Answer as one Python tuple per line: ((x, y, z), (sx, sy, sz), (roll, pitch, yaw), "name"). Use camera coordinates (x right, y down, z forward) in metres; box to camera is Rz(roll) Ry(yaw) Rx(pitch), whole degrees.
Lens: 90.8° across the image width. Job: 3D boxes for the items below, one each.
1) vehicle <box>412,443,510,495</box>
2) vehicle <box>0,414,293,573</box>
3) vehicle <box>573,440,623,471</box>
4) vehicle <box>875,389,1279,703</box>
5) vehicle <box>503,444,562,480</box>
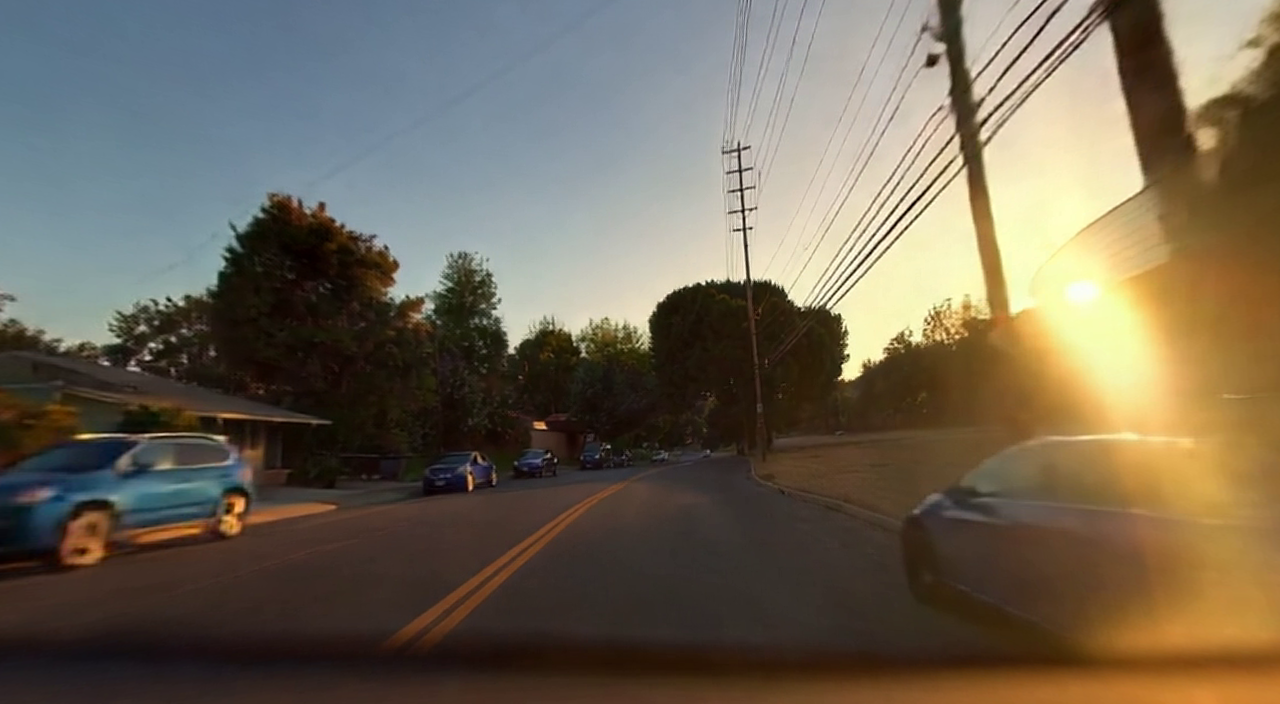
((-6.396, 4.332, 23.208), (1.840, 1.523, 4.333), (4, -11, 6), "vehicle")
((-7.329, 1.951, 9.139), (2.025, 1.715, 4.363), (-1, -10, 1), "vehicle")
((-2.967, 7.572, 45.919), (2.295, 1.989, 5.055), (-4, -11, 11), "vehicle")
((3.346, 1.143, 3.933), (2.054, 1.470, 4.504), (0, -9, 0), "vehicle")
((-5.477, 5.713, 32.497), (1.927, 1.542, 3.886), (-5, -13, 6), "vehicle")
